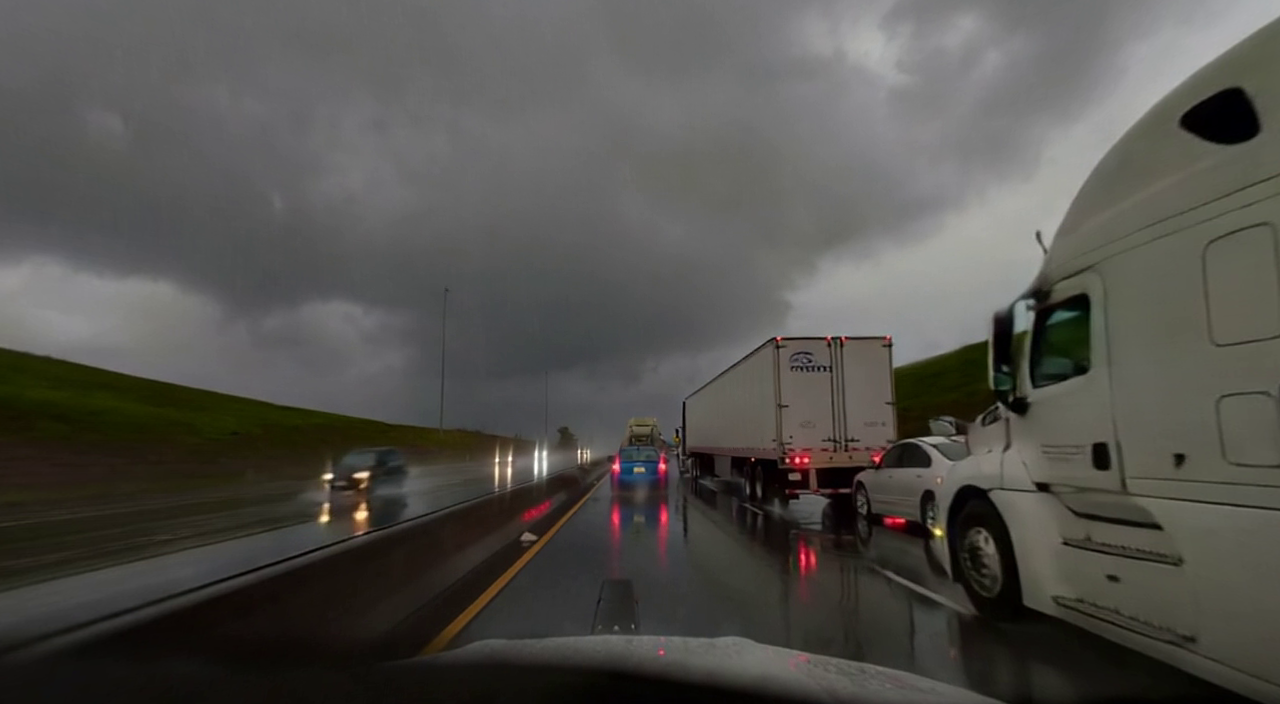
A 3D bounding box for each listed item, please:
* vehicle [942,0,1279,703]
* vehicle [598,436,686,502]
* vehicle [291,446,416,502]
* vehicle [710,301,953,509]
[{"bbox_3d":[4.257,-0.290,1.890,3.150,4.051,6.527,0,-8,-2],"label":"vehicle"},{"bbox_3d":[0.018,2.993,16.564,2.045,1.507,3.763,-1,-8,-1],"label":"vehicle"},{"bbox_3d":[-10.004,4.254,22.450,2.259,1.699,4.510,-1,-8,1],"label":"vehicle"},{"bbox_3d":[4.413,1.716,17.724,3.235,4.197,9.908,0,-8,-3],"label":"vehicle"}]
